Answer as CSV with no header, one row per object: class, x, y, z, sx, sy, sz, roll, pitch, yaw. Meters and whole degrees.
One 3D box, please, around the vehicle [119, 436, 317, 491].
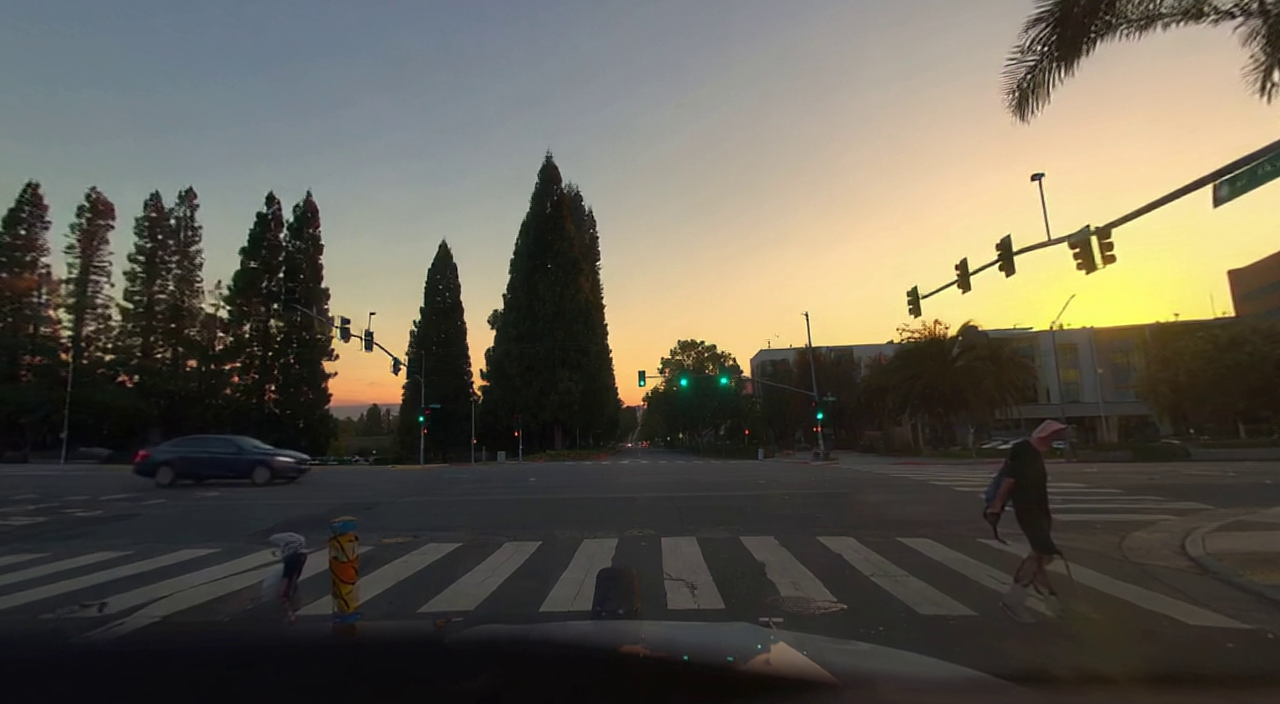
vehicle,-12.382,3.283,18.770,4.502,1.512,1.917,0,-9,0
